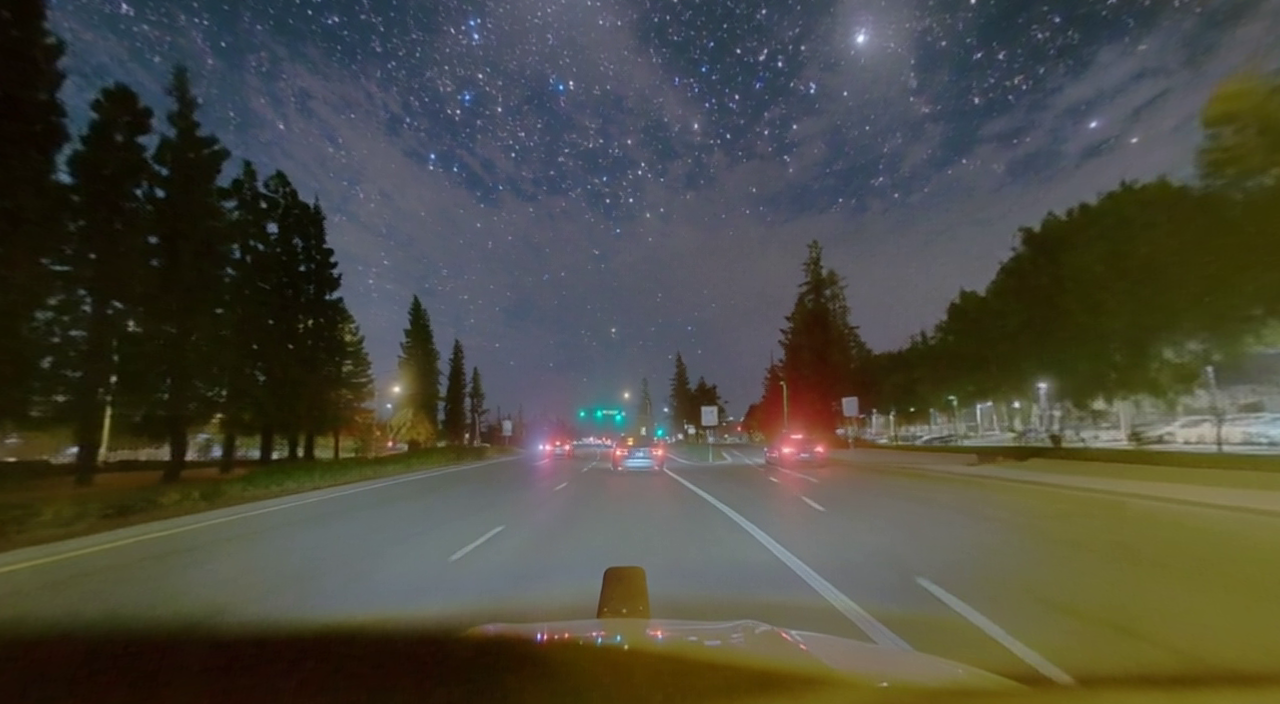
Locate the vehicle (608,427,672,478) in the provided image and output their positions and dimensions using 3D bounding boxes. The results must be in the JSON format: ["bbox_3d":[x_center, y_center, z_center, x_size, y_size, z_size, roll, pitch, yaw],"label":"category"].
[{"bbox_3d":[-0.067,3.673,23.128,2.135,1.691,3.884,0,-8,-2],"label":"vehicle"}]

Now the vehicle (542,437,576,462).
[{"bbox_3d":[-5.348,6.480,41.981,1.950,1.563,3.727,0,-8,-2],"label":"vehicle"}]
